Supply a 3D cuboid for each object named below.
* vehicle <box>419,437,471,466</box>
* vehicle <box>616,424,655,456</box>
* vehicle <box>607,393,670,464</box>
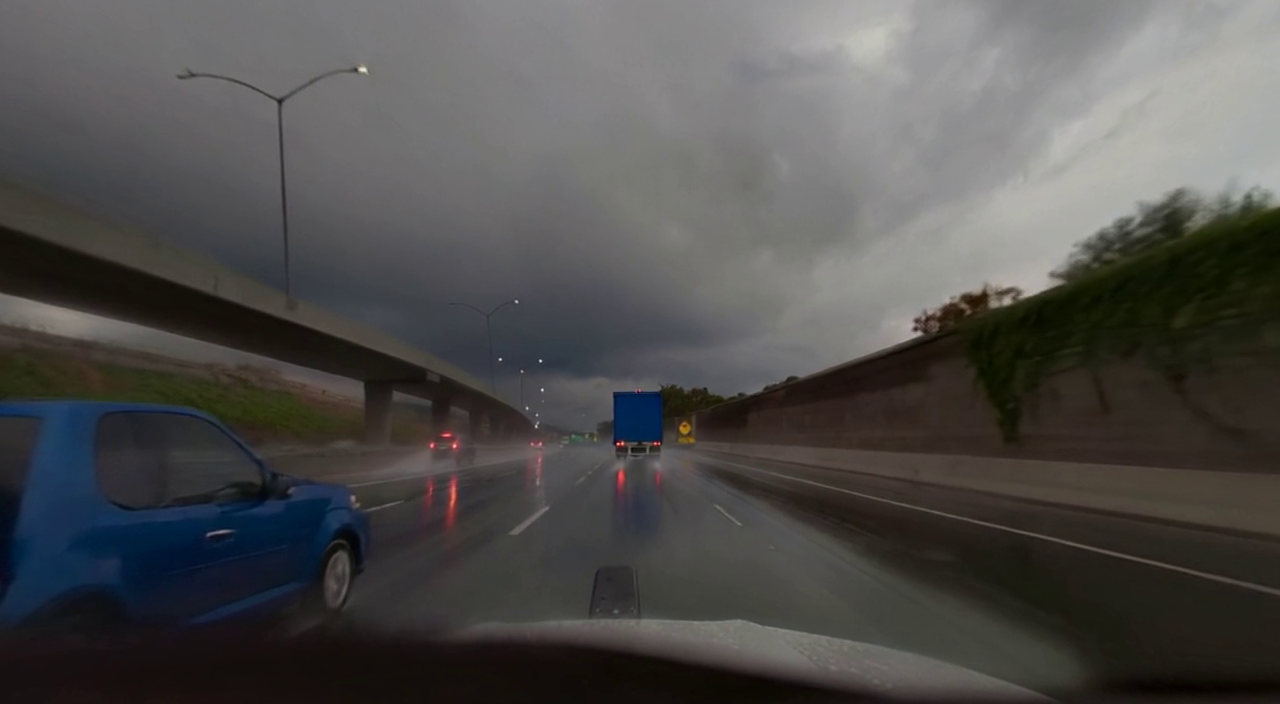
[{"bbox_3d":[-11.778,6.033,38.479,1.919,1.625,4.183,0,-8,-1],"label":"vehicle"},{"bbox_3d":[-0.320,4.984,35.744,2.052,1.666,4.358,0,-8,-3],"label":"vehicle"},{"bbox_3d":[-0.377,4.873,38.983,3.233,3.678,11.032,0,-9,-4],"label":"vehicle"}]
